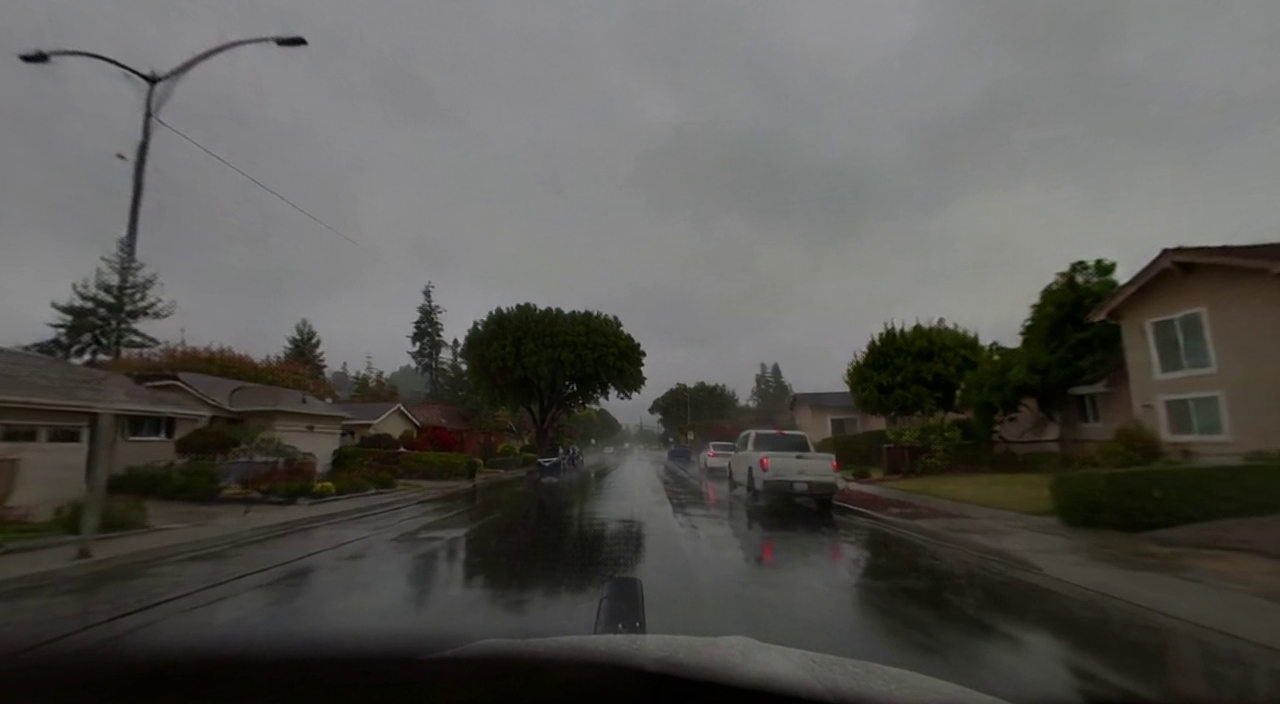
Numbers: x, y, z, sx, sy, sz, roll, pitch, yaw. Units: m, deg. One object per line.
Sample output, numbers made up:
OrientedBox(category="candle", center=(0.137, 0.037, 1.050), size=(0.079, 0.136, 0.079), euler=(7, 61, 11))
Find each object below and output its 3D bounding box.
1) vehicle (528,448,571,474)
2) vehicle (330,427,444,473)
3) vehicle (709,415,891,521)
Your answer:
OrientedBox(category="vehicle", center=(-5.795, 7.048, 40.986), size=(2.027, 1.544, 4.959), euler=(-1, -9, 1))
OrientedBox(category="vehicle", center=(-13.072, 5.078, 32.784), size=(4.837, 1.897, 2.228), euler=(4, -8, 5))
OrientedBox(category="vehicle", center=(3.799, 2.991, 16.996), size=(2.952, 2.216, 7.033), euler=(0, -8, -1))
